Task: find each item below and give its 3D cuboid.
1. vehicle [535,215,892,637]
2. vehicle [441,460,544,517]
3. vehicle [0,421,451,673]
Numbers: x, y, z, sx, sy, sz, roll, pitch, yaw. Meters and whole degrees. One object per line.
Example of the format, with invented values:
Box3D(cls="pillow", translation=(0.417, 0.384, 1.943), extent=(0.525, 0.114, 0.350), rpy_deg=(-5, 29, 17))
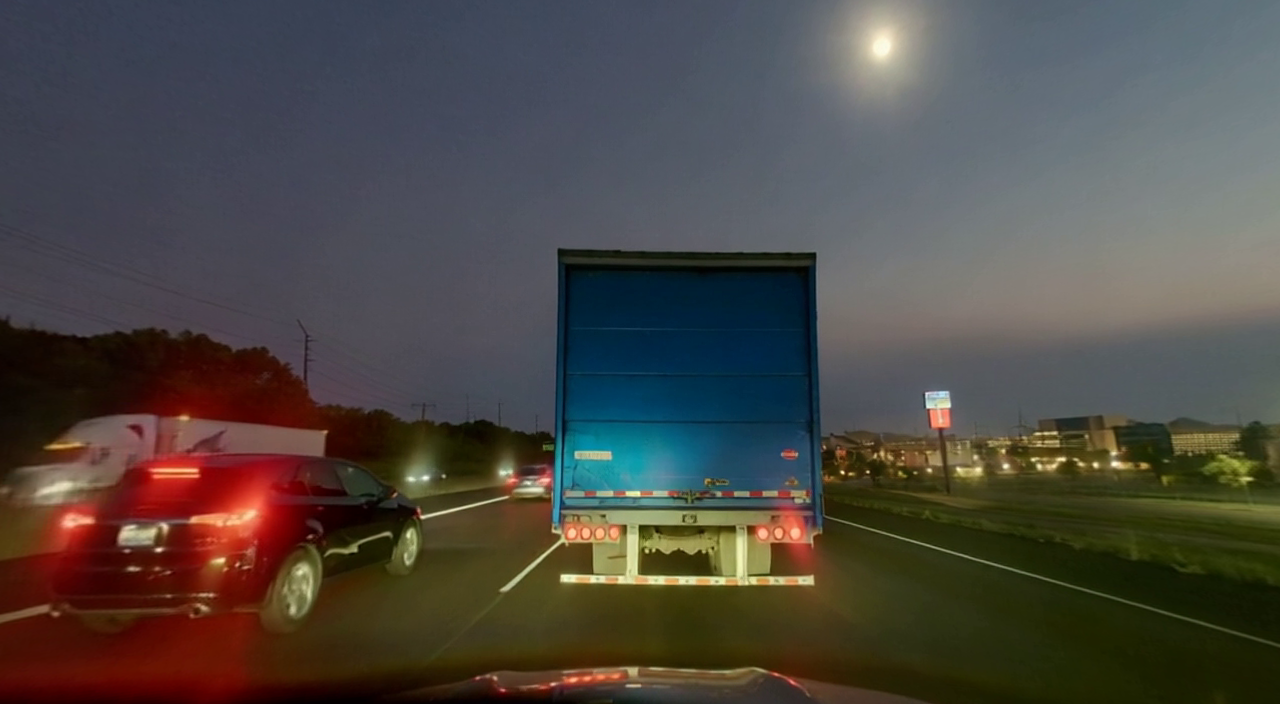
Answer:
Box3D(cls="vehicle", translation=(0.721, 1.309, 9.602), extent=(2.831, 3.529, 8.689), rpy_deg=(0, -11, 2))
Box3D(cls="vehicle", translation=(-4.229, 4.019, 18.890), extent=(1.891, 1.469, 4.431), rpy_deg=(0, -11, 2))
Box3D(cls="vehicle", translation=(-3.802, 1.705, 6.597), extent=(1.983, 1.575, 4.973), rpy_deg=(0, -11, 1))
